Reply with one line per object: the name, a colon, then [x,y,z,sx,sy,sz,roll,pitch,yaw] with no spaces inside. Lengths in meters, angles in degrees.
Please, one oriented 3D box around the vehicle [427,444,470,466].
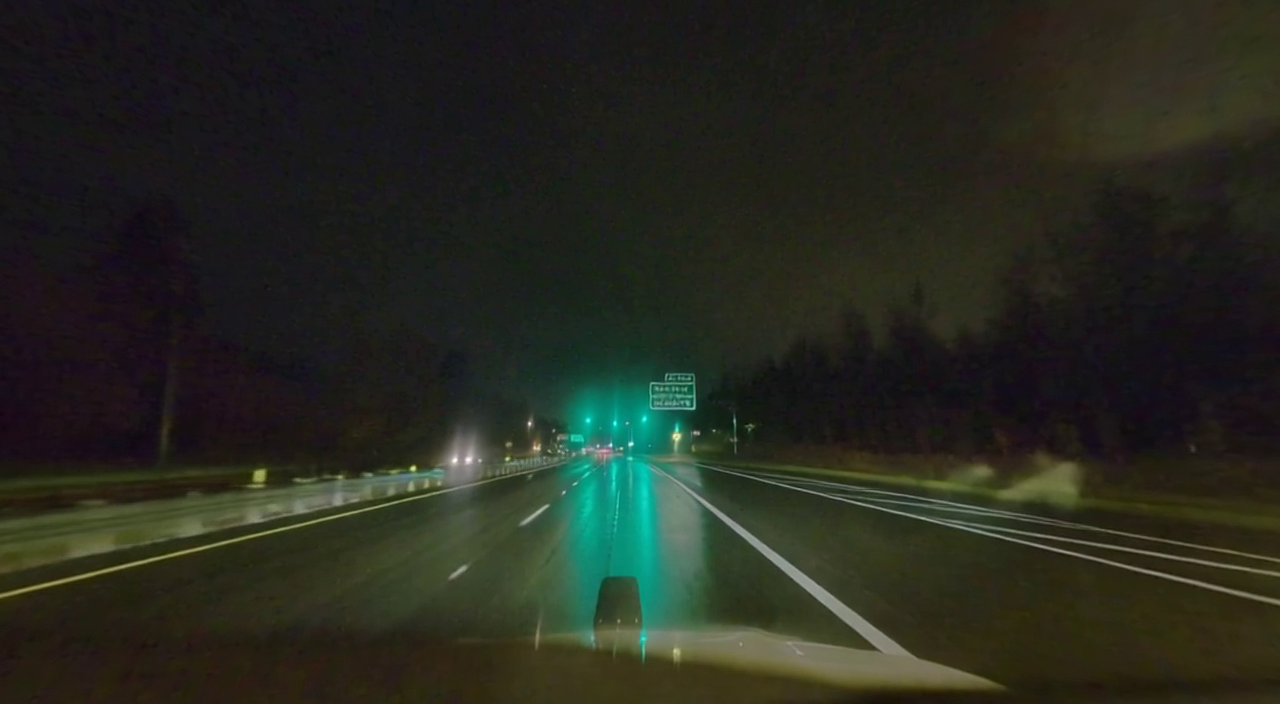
vehicle: [-14.304,7.706,47.094,1.902,1.563,4.492,0,-9,-1]
